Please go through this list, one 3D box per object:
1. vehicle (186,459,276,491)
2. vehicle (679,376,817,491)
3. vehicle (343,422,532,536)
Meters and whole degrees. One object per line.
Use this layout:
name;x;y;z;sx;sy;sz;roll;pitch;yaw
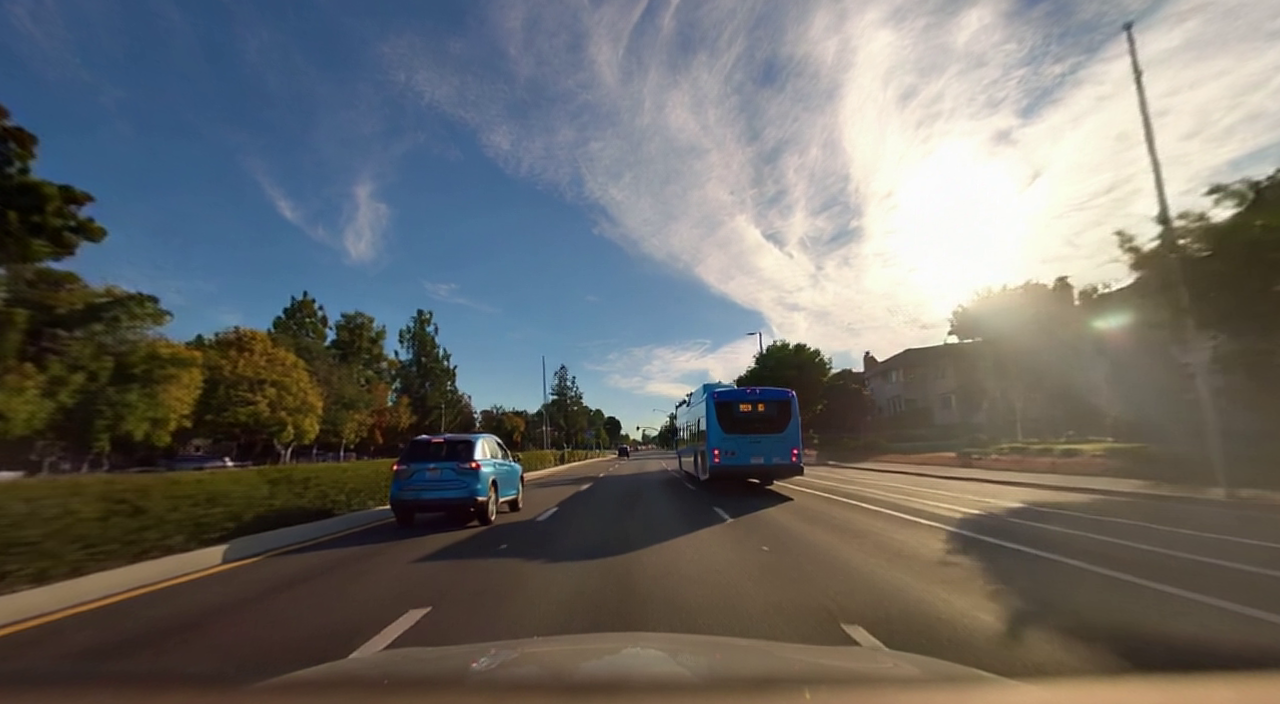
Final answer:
vehicle;-22.041;6.614;34.024;1.812;1.476;4.383;0;-8;2
vehicle;3.483;3.257;24.409;3.072;3.278;12.747;0;-8;0
vehicle;-3.565;2.314;12.093;2.111;1.767;4.333;0;-8;1
